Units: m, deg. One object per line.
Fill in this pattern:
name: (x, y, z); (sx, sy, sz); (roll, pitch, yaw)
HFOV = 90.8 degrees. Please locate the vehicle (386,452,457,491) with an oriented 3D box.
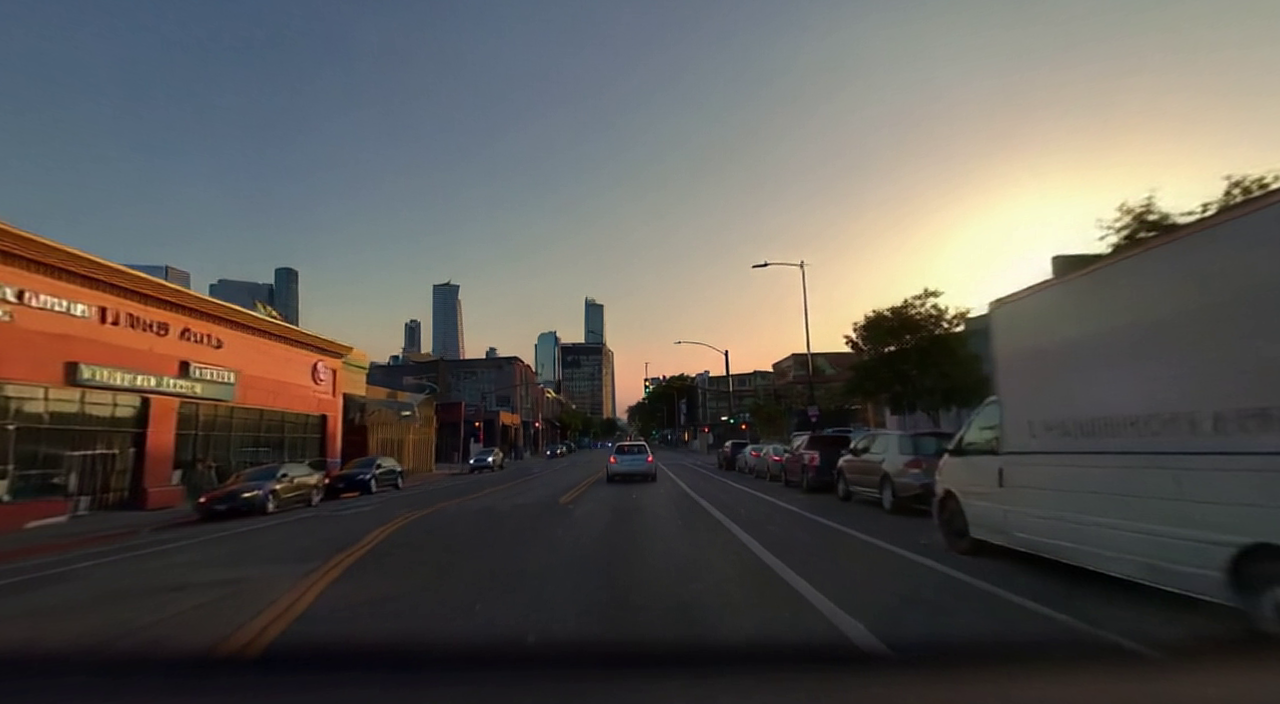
vehicle: (-11.233, 6.138, 32.866); (1.920, 1.498, 4.591); (-5, -6, 1)

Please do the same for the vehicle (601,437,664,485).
vehicle: (-0.273, 3.943, 23.177); (2.086, 1.575, 4.205); (0, -8, -1)

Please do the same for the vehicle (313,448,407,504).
vehicle: (-11.469, 5.053, 26.259); (1.872, 1.731, 4.656); (-4, -6, -2)

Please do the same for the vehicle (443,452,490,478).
vehicle: (-11.225, 7.342, 41.188); (1.868, 1.502, 4.626); (0, -8, -2)

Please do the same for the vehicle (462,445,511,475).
vehicle: (-11.434, 8.024, 47.416); (2.240, 2.052, 5.872); (0, -8, 0)

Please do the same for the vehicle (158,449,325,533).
vehicle: (-11.299, 3.890, 18.329); (2.055, 1.685, 4.370); (-5, -5, -1)

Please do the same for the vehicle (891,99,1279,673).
vehicle: (5.429, 0.514, 6.054); (2.893, 3.553, 7.295); (0, -8, -1)
